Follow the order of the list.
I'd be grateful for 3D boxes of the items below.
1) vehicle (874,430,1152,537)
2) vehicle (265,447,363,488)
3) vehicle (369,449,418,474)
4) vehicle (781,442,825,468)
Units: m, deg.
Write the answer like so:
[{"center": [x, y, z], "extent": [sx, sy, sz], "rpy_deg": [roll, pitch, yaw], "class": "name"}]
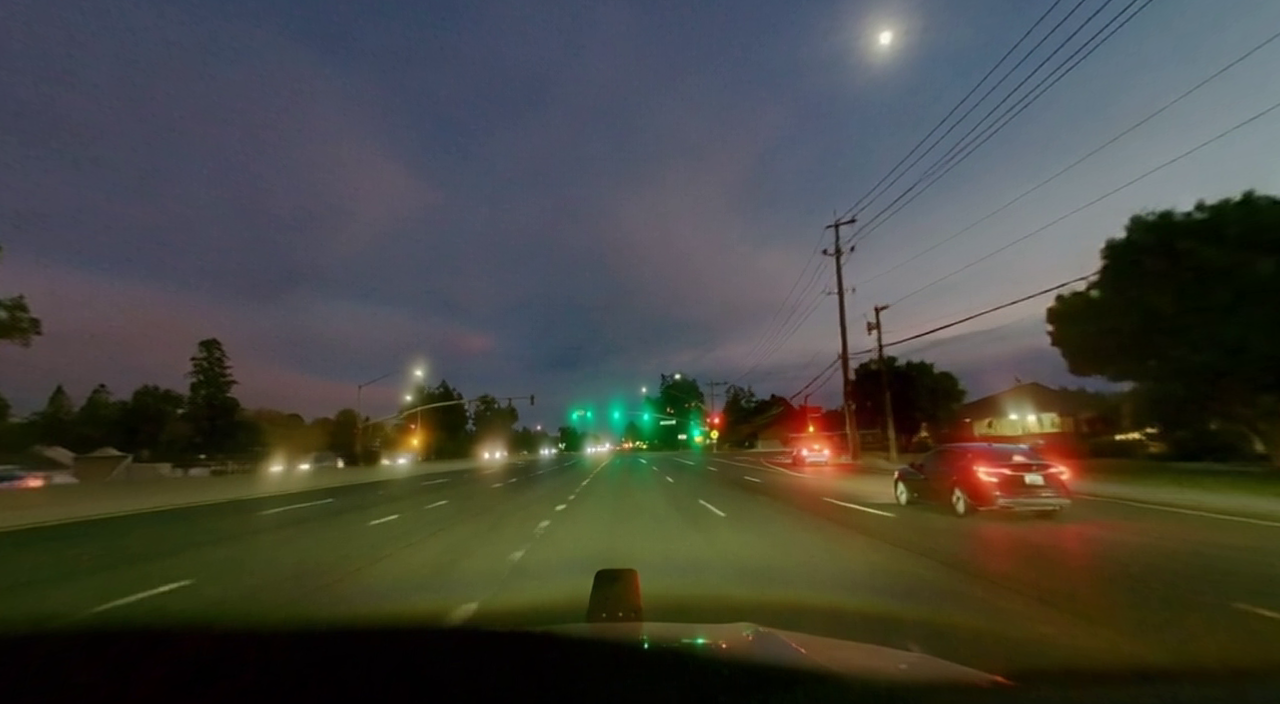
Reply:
[{"center": [6.276, 2.246, 11.513], "extent": [2.113, 1.520, 4.650], "rpy_deg": [0, -9, -2], "class": "vehicle"}, {"center": [-14.333, 5.064, 28.118], "extent": [2.060, 1.681, 4.418], "rpy_deg": [0, -9, -1], "class": "vehicle"}, {"center": [-18.675, 8.302, 48.060], "extent": [1.982, 1.728, 4.552], "rpy_deg": [0, -9, -2], "class": "vehicle"}, {"center": [10.754, 6.831, 42.010], "extent": [1.979, 1.581, 4.271], "rpy_deg": [-1, -9, 3], "class": "vehicle"}]
